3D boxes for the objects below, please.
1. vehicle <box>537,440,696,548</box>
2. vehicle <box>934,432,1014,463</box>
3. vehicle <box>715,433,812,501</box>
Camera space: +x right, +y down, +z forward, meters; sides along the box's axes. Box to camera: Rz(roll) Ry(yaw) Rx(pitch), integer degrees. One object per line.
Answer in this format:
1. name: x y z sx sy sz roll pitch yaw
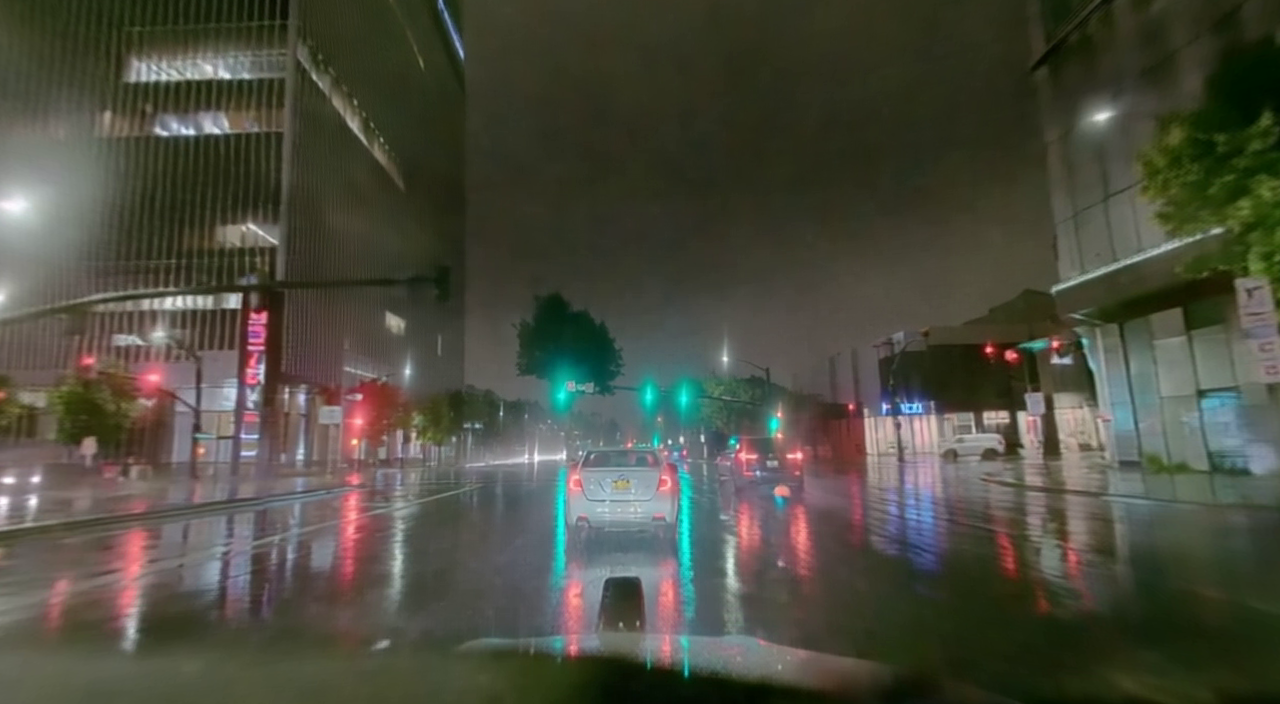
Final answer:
1. vehicle: -0.346 2.207 10.589 2.144 1.398 3.963 1 -8 -1
2. vehicle: 24.281 7.015 46.080 4.384 2.000 2.345 1 -13 -4
3. vehicle: 3.590 3.376 19.156 2.078 1.799 4.089 1 -8 -1
